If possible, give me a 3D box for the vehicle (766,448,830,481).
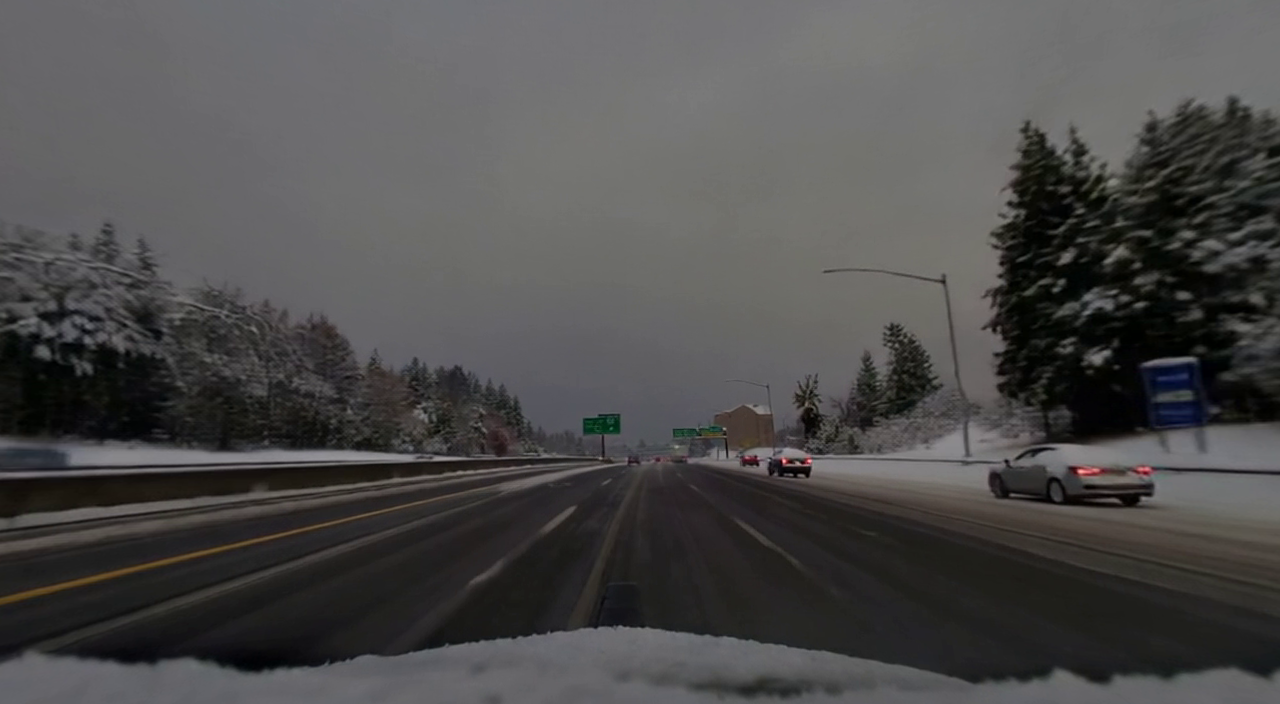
[{"bbox_3d":[7.703,5.507,31.281,1.861,1.500,4.860,0,-9,0],"label":"vehicle"}]

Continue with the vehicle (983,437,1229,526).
[{"bbox_3d":[9.944,2.762,14.095,2.090,1.643,4.513,0,-9,2],"label":"vehicle"}]
